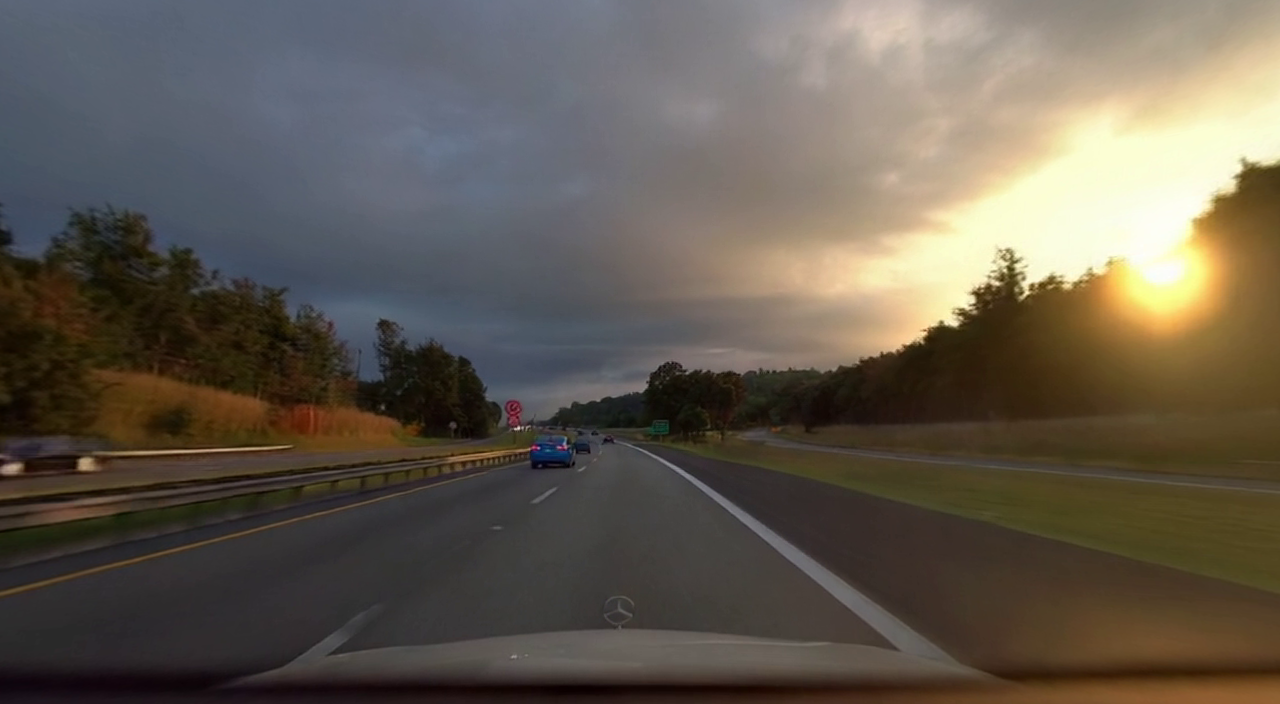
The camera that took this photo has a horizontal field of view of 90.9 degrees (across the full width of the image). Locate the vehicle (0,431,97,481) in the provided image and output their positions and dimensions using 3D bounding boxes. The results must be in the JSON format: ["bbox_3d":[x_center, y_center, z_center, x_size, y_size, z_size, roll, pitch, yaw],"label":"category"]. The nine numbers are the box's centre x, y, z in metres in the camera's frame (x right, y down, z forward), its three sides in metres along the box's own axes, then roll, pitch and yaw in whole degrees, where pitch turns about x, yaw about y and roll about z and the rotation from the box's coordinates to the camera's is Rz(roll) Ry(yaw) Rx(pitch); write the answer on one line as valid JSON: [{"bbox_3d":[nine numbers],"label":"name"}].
[{"bbox_3d":[-19.259,3.119,19.087,1.892,1.435,4.234,0,-7,-1],"label":"vehicle"}]

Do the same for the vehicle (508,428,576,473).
[{"bbox_3d":[-3.846,3.914,25.497,2.047,1.612,4.631,0,-7,-1],"label":"vehicle"}]
